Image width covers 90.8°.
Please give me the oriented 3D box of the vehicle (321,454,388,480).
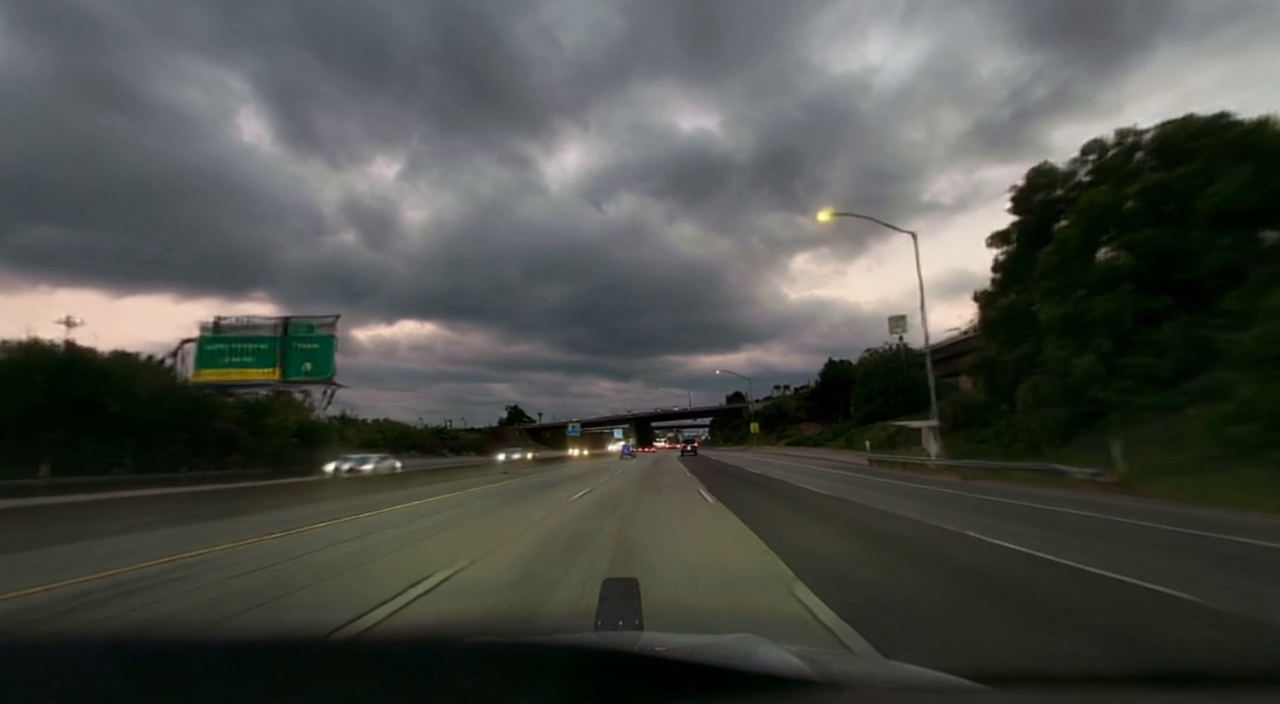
[{"bbox_3d":[-18.978,7.644,42.299,1.861,1.592,5.157,-1,-8,3],"label":"vehicle"}]
